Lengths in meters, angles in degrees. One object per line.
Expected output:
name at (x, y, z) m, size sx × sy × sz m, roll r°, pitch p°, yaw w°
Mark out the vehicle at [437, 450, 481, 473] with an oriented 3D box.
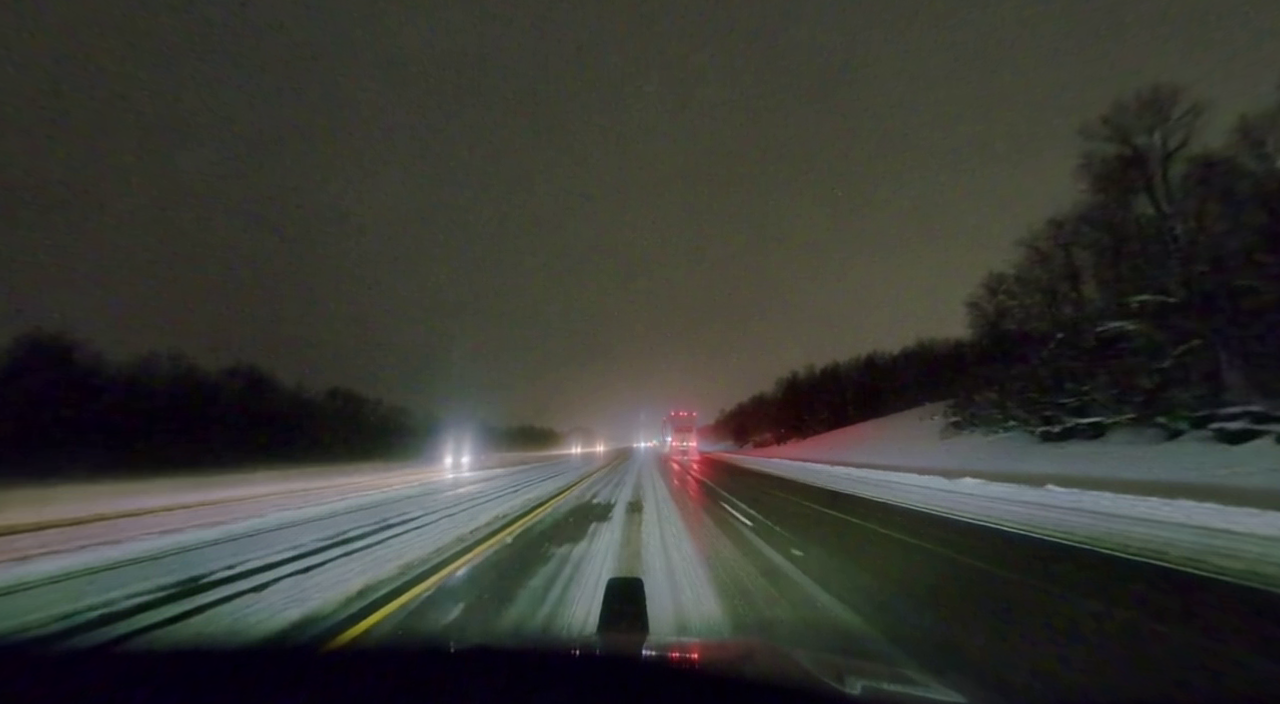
vehicle at (-12.620, 7.653, 44.037) m, size 1.860 × 1.528 × 4.016 m, roll 0°, pitch -8°, yaw 0°
